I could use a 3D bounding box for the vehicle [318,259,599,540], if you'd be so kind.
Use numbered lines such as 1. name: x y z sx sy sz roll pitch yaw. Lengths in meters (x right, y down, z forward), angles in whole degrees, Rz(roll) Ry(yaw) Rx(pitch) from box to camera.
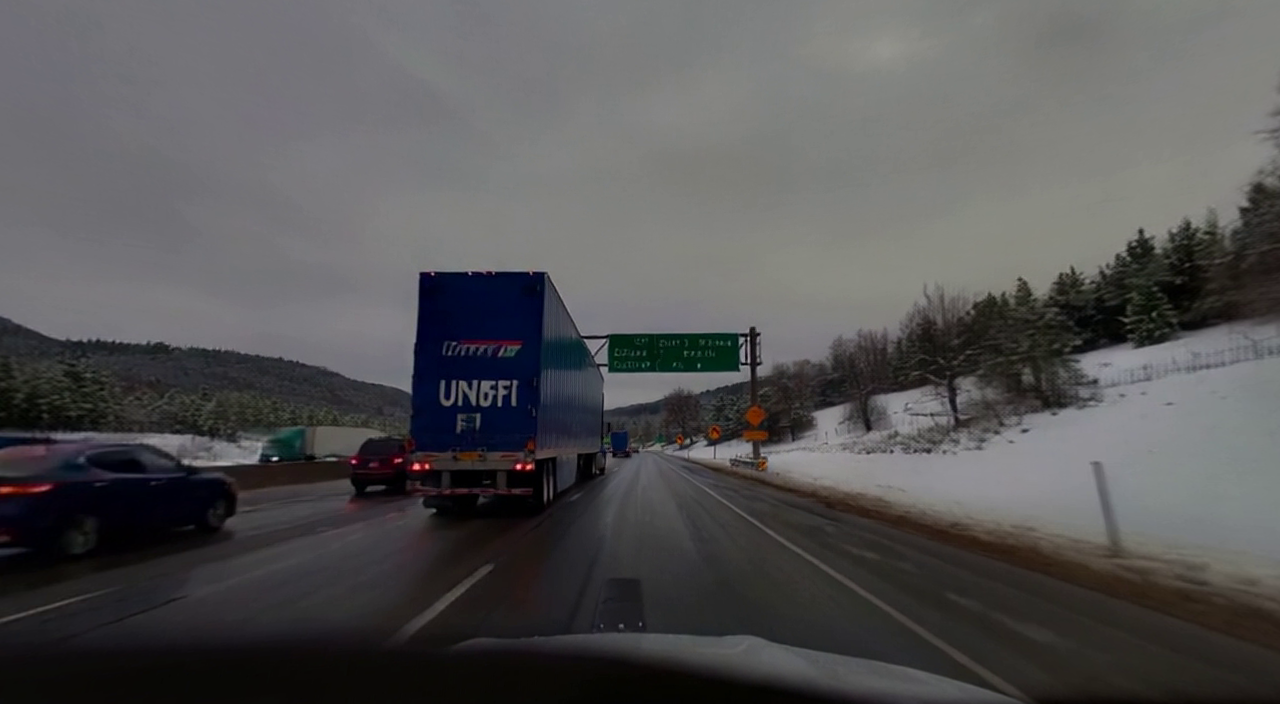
1. vehicle: -3.253 1.843 17.796 3.202 4.352 16.251 0 -8 0

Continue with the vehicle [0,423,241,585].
1. vehicle: -7.396 1.751 7.844 1.949 1.604 4.456 0 -8 0
